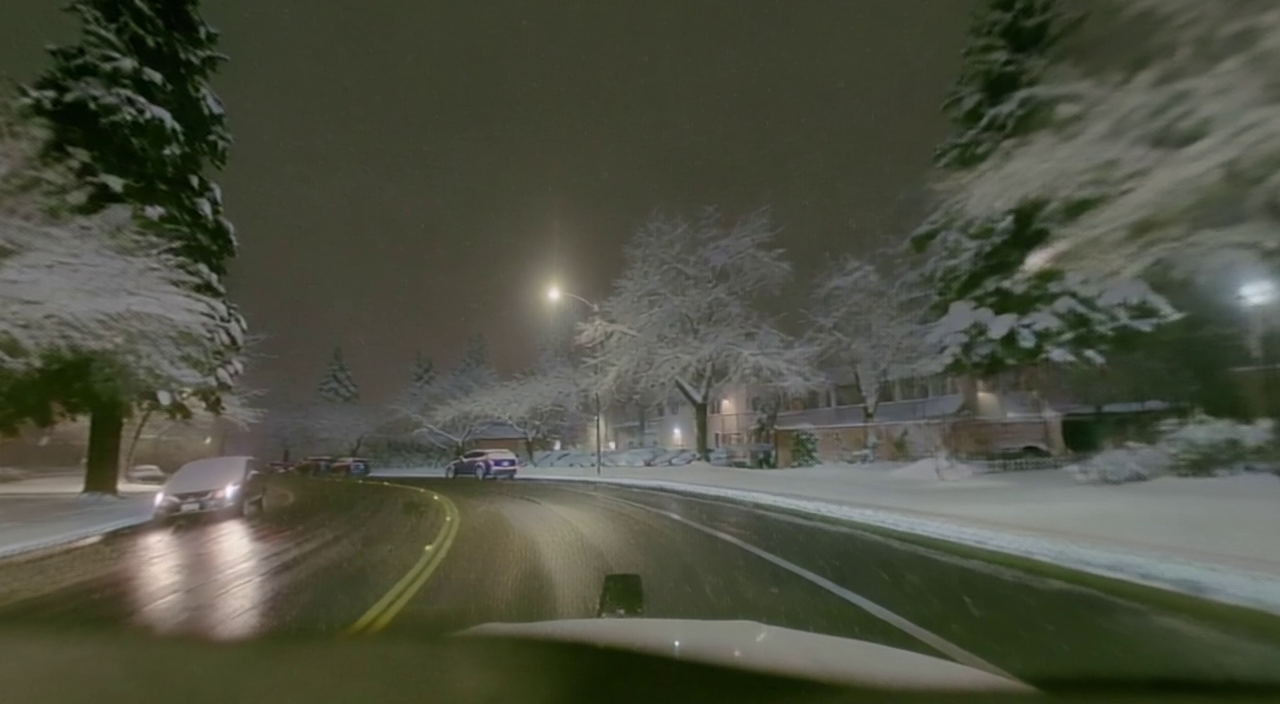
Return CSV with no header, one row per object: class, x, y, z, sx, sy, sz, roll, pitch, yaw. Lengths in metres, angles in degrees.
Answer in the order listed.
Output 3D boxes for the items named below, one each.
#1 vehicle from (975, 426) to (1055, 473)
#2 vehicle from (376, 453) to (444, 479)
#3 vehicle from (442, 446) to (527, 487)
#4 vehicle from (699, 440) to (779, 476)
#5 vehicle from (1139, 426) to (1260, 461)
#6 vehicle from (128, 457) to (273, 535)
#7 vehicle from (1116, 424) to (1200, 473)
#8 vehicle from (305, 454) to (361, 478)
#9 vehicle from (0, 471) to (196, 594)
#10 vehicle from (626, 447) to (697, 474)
vehicle,15.415,3.972,25.847,1.900,1.711,4.666,-7,-11,40
vehicle,-14.929,7.343,40.832,4.611,1.519,2.053,-7,-11,40
vehicle,-8.285,5.975,33.372,2.042,1.817,5.202,7,-10,-42
vehicle,5.518,5.784,34.878,2.229,1.723,4.372,-7,-9,44
vehicle,29.284,4.839,33.177,4.506,1.623,1.928,-10,-14,42
vehicle,-11.286,3.641,16.678,2.206,1.537,4.946,0,-9,-24
vehicle,18.406,3.400,22.396,3.526,1.412,1.647,4,-12,-43
vehicle,-23.491,8.674,48.308,4.686,1.731,2.055,-7,-11,41
vehicle,-8.606,2.219,7.288,2.772,1.161,7.241,-1,-7,-9
vehicle,1.326,6.512,38.025,2.036,1.517,4.225,-8,-12,42
